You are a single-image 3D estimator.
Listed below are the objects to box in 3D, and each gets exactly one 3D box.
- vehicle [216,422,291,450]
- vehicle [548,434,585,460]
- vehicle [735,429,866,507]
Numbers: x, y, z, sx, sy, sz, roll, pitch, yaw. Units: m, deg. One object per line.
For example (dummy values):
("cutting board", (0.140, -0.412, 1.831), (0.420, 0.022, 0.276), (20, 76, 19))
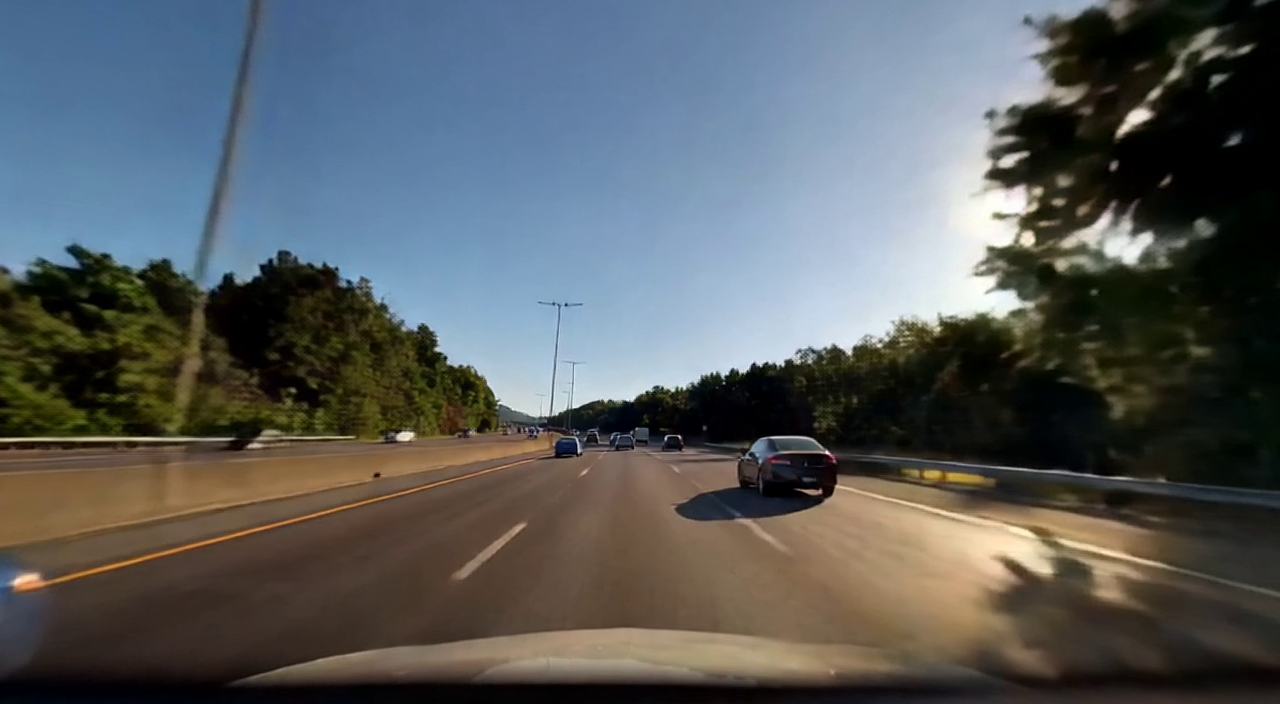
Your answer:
("vehicle", (-21.947, 4.797, 35.981), (1.745, 1.457, 4.149), (0, -8, -2))
("vehicle", (-4.628, 6.014, 40.150), (1.941, 1.529, 4.111), (0, -8, -1))
("vehicle", (3.512, 2.584, 14.557), (1.883, 1.536, 3.792), (0, -8, -2))
